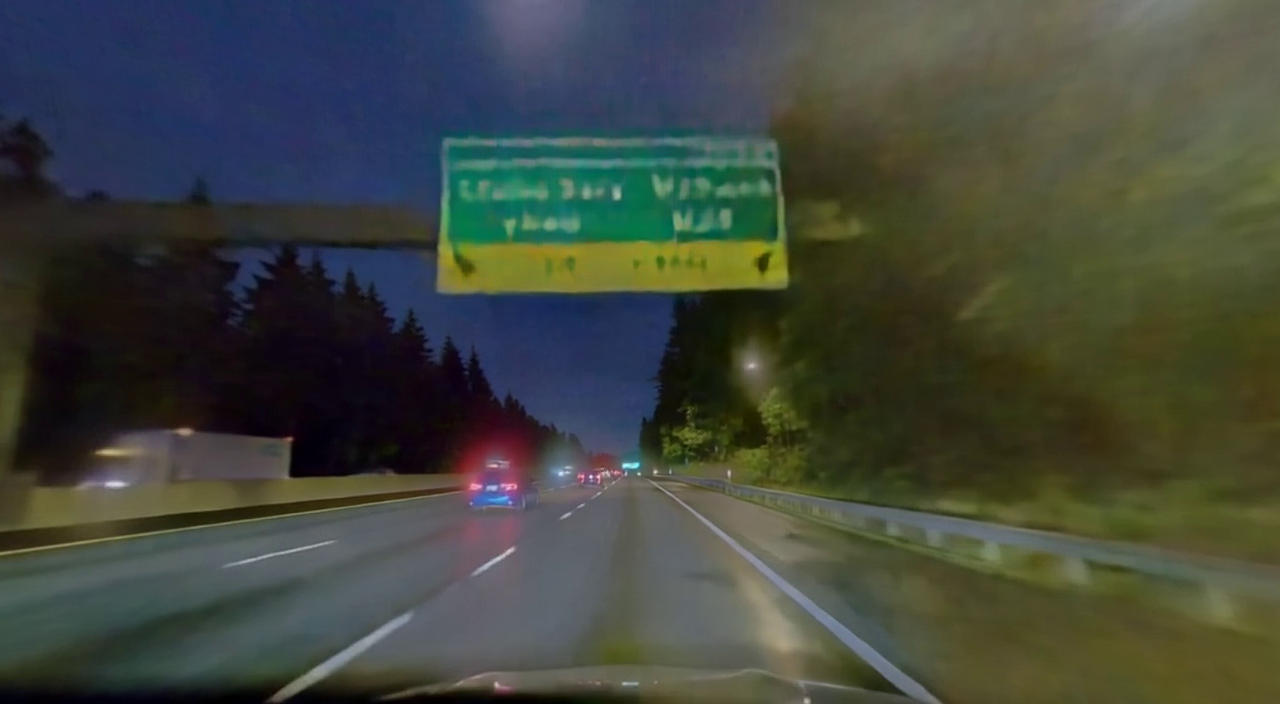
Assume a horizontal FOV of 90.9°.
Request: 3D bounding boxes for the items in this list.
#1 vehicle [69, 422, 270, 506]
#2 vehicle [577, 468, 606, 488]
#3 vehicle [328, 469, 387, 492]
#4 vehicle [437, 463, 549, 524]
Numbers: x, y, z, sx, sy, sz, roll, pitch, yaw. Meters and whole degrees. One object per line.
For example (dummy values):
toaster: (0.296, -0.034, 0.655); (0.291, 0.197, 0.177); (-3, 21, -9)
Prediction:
vehicle: (-24.785, 6.151, 34.347); (2.968, 3.818, 10.189); (1, -11, 0)
vehicle: (-3.769, 9.908, 49.714); (1.954, 1.509, 4.094); (1, -11, 0)
vehicle: (-19.950, 9.076, 44.718); (2.002, 1.527, 4.619); (1, -11, 0)
vehicle: (-3.966, 3.922, 17.886); (1.995, 1.467, 4.467); (0, -11, 1)
